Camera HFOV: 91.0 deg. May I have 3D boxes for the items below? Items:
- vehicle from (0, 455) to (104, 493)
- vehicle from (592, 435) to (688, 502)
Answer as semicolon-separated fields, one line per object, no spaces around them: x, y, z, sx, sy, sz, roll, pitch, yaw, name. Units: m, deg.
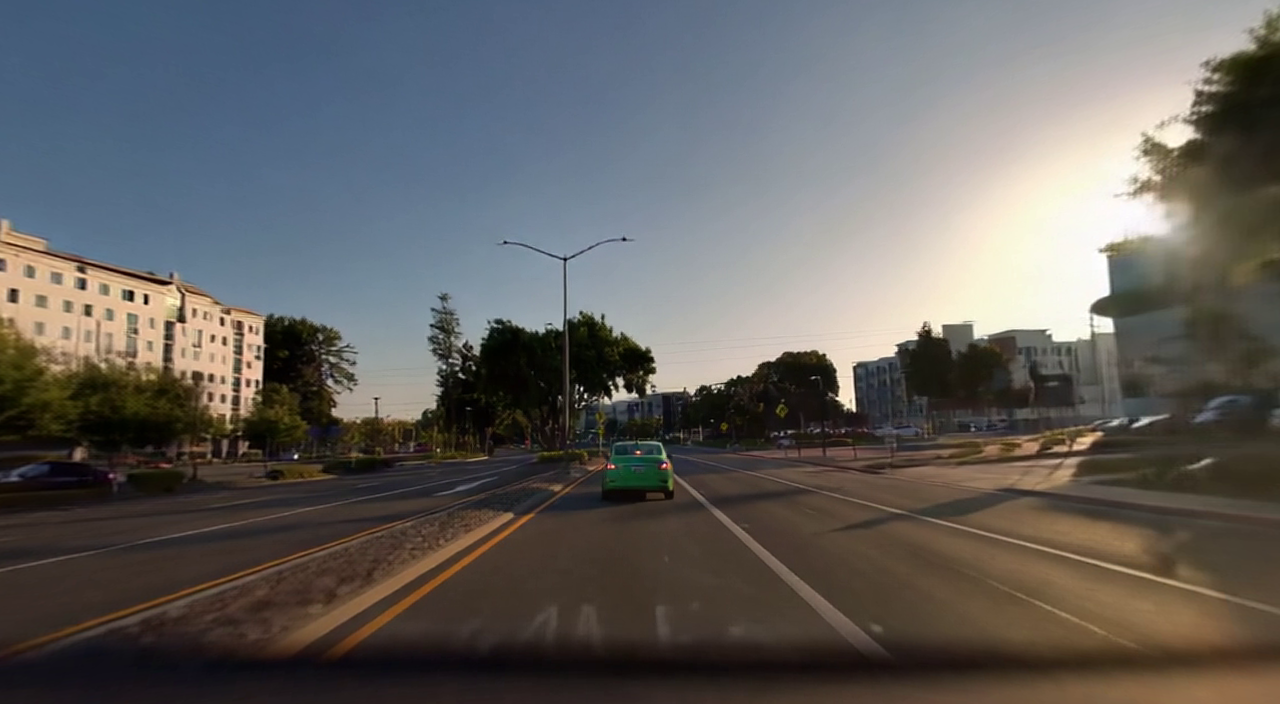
-27.719;5.510;28.605;4.665;1.578;2.051;0;-8;-3;vehicle
-0.043;2.879;16.003;2.126;1.475;3.967;0;-8;-1;vehicle
